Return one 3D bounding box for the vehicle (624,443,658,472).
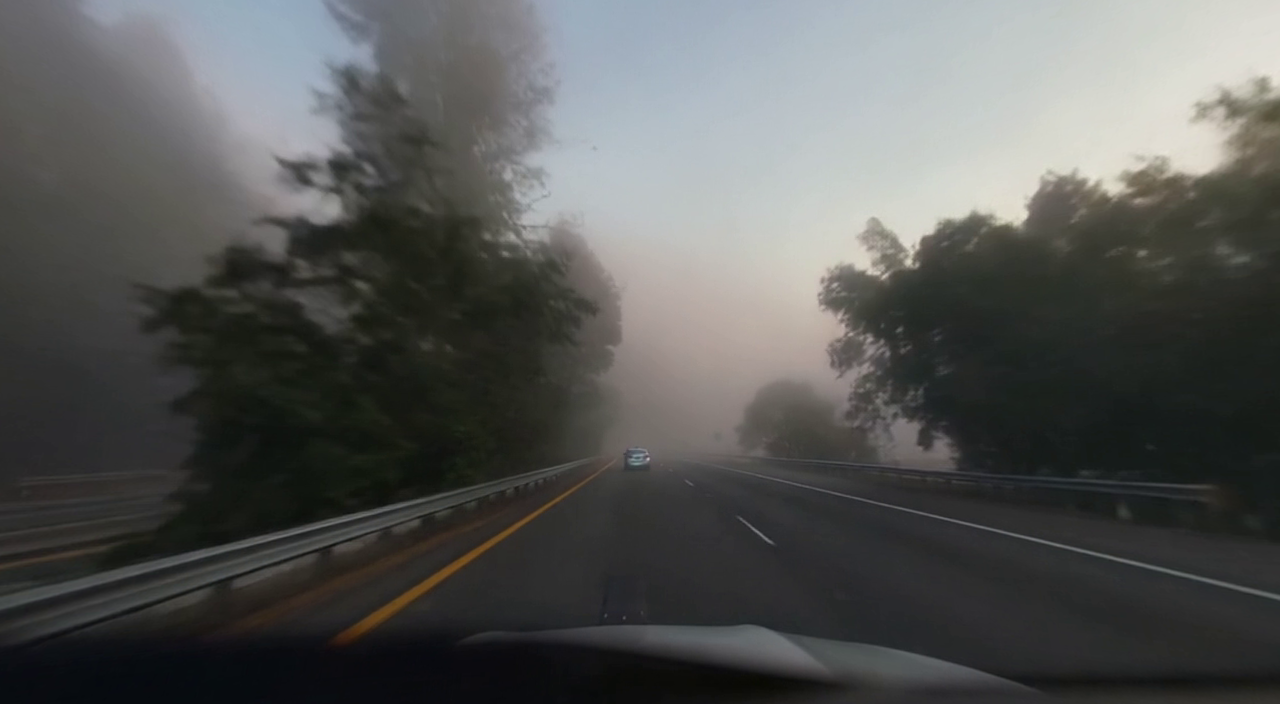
[{"bbox_3d":[0.019,6.475,38.853,1.987,1.658,3.620,0,-9,-1],"label":"vehicle"}]
